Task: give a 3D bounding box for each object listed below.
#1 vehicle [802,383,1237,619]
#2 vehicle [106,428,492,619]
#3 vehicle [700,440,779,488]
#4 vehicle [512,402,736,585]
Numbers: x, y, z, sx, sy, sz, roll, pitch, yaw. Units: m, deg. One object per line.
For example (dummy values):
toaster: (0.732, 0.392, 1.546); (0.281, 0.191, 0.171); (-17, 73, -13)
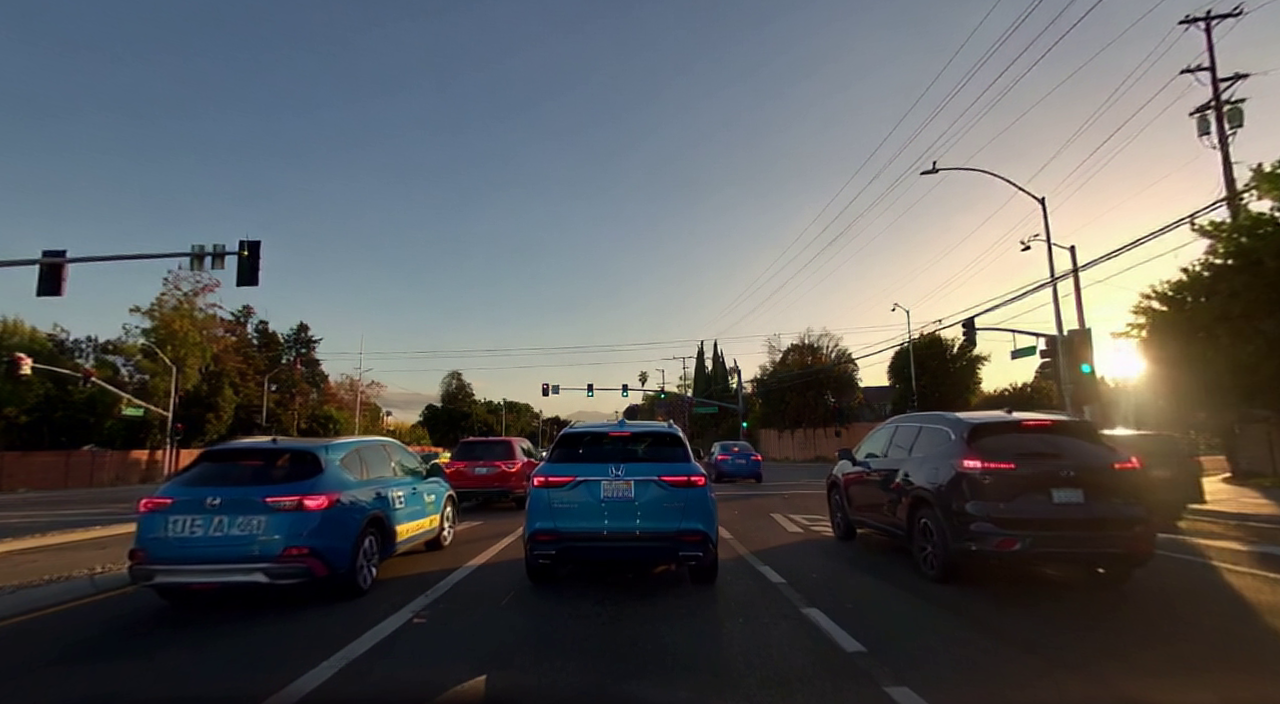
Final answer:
vehicle: (3.501, 1.481, 7.185); (1.999, 1.789, 4.583); (0, -9, -1)
vehicle: (-3.190, 1.675, 7.214); (1.881, 1.466, 4.484); (0, -9, 0)
vehicle: (3.345, 3.871, 22.159); (1.949, 1.479, 4.489); (0, -9, -1)
vehicle: (-0.123, 1.652, 8.097); (2.111, 1.712, 4.078); (0, -9, 1)
